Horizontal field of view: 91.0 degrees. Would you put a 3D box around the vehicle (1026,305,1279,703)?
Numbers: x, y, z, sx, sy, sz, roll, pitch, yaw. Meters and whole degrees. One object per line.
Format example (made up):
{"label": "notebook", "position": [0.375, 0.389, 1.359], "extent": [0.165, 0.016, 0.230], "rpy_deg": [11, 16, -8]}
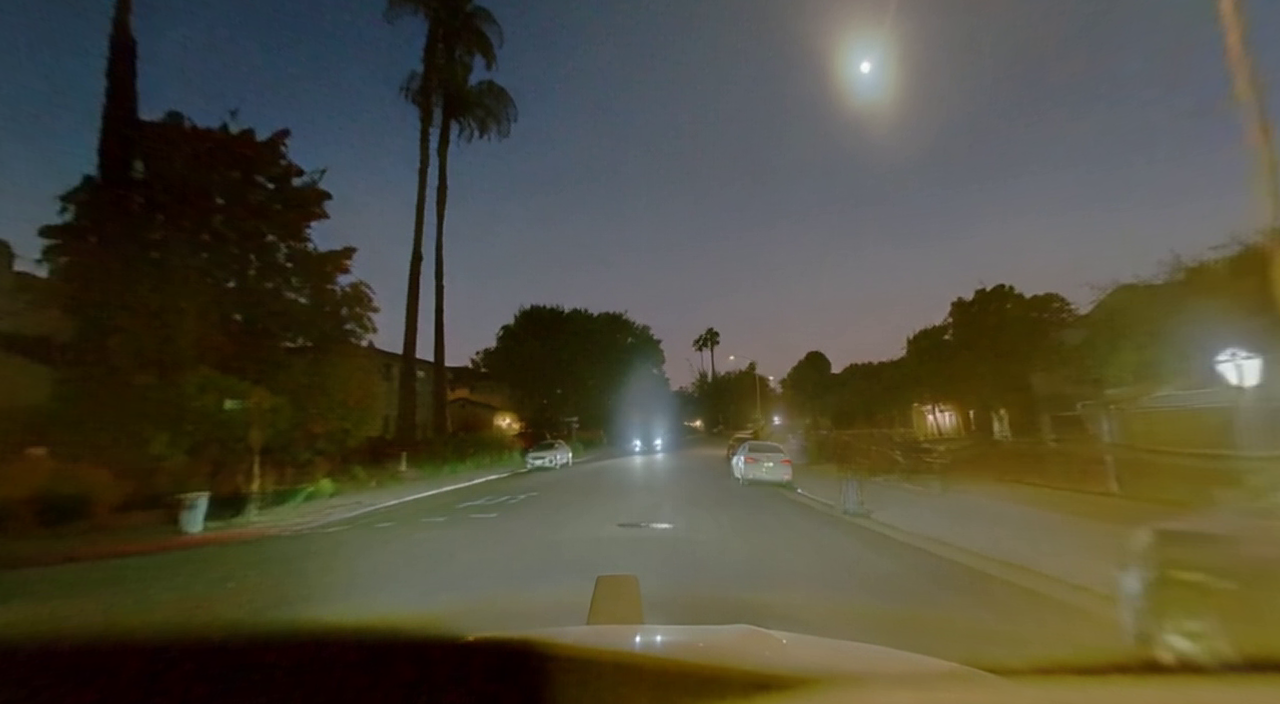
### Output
{"label": "vehicle", "position": [3.436, 0.589, 1.156], "extent": [2.197, 1.816, 4.845], "rpy_deg": [0, -8, -3]}

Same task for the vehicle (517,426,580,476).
{"label": "vehicle", "position": [-4.869, 5.491, 34.364], "extent": [2.053, 1.713, 4.850], "rpy_deg": [-3, -21, 7]}

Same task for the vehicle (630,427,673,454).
{"label": "vehicle", "position": [0.898, 6.469, 45.906], "extent": [2.305, 1.781, 4.834], "rpy_deg": [-2, -8, 11]}

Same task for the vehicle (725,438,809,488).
{"label": "vehicle", "position": [4.028, 3.569, 20.643], "extent": [1.942, 1.465, 4.123], "rpy_deg": [0, -8, 1]}
